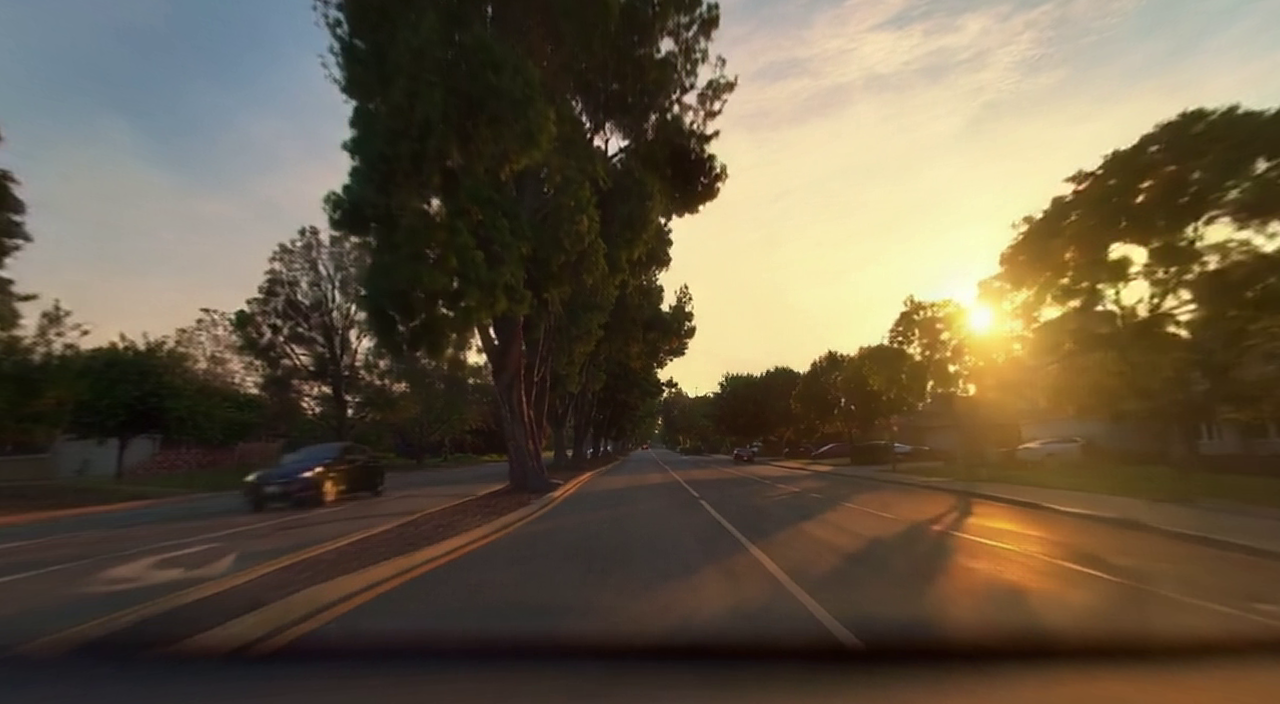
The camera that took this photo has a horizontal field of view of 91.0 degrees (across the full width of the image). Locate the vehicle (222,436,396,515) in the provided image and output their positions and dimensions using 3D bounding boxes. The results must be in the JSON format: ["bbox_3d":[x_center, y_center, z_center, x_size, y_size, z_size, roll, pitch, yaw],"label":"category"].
[{"bbox_3d":[-8.285,3.104,16.341,2.118,1.733,4.372,0,-9,0],"label":"vehicle"}]
